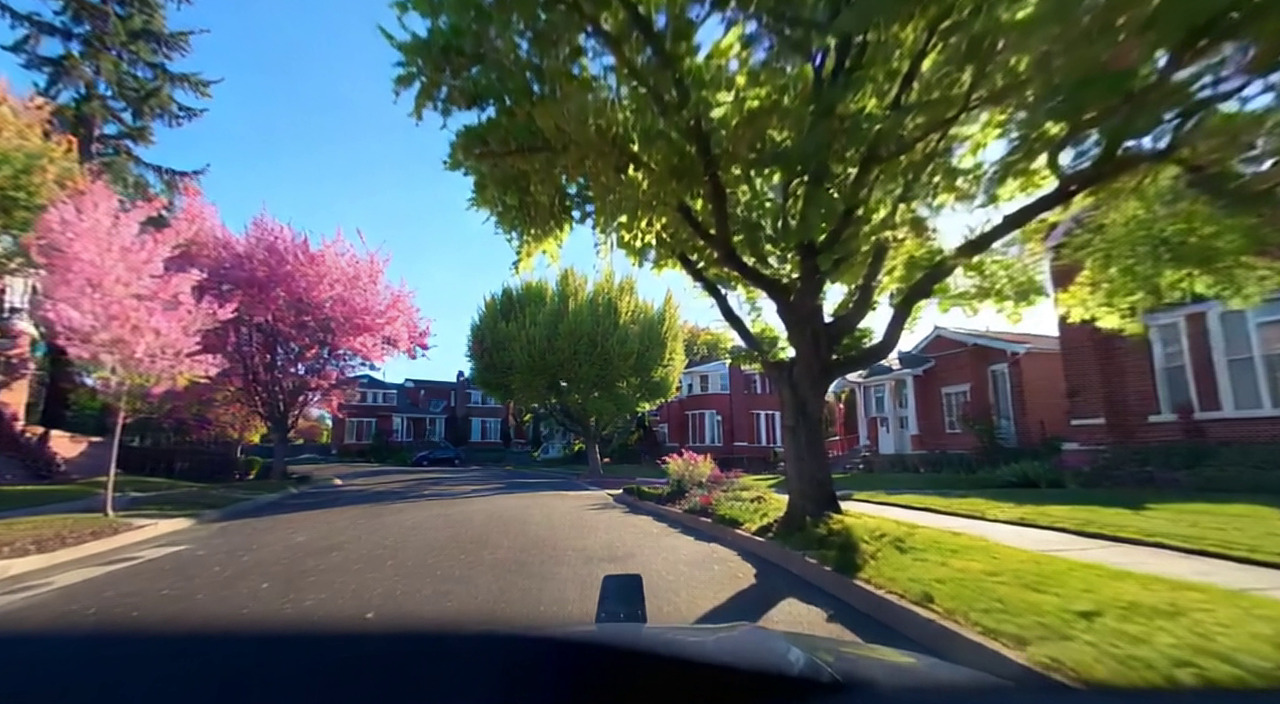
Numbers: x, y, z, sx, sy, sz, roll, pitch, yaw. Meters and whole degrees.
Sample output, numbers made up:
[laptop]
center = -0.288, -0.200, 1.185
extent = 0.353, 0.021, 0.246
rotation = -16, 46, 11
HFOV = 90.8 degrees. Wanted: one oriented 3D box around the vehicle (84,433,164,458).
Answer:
[vehicle]
center = -37.931, 6.873, 46.458
extent = 4.237, 1.728, 2.203
rotation = -1, -9, 12
